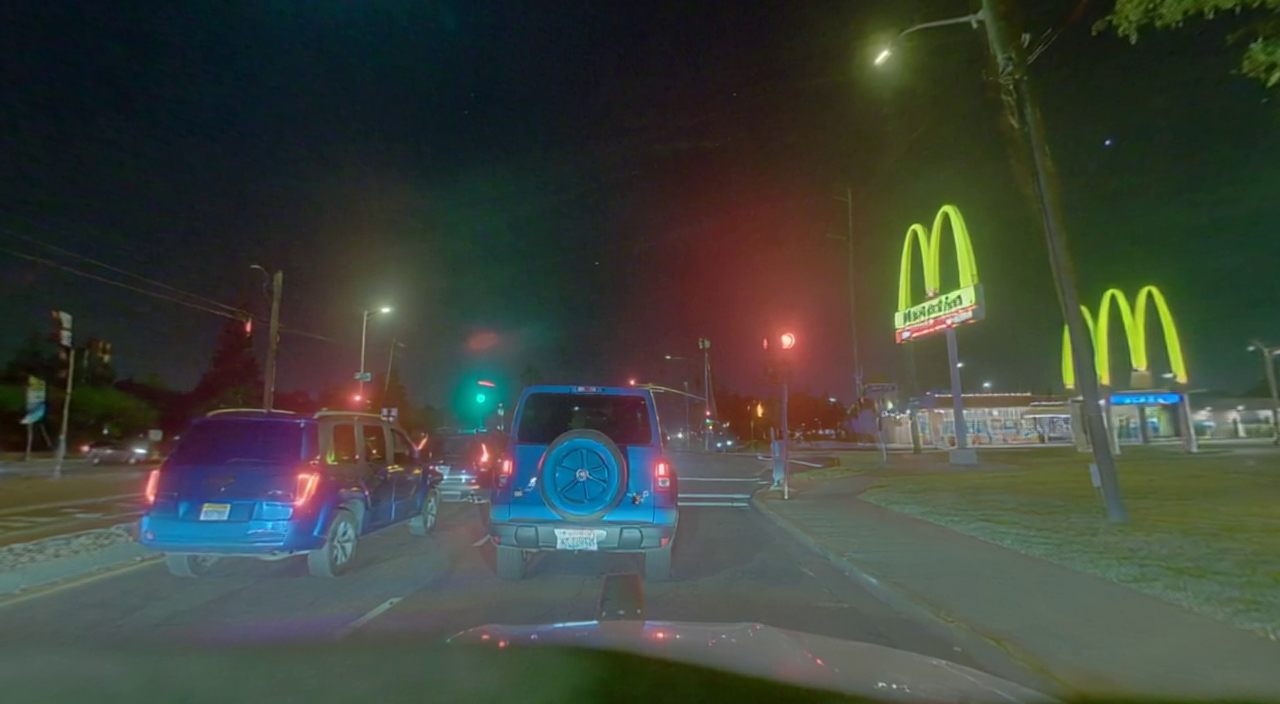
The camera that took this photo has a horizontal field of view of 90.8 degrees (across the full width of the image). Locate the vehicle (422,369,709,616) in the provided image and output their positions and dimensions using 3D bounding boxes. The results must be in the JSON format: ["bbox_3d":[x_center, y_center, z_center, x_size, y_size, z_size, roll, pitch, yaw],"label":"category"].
[{"bbox_3d":[-0.628,1.437,7.340,2.224,1.923,4.643,0,-8,-1],"label":"vehicle"}]

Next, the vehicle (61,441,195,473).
[{"bbox_3d":[-25.241,5.180,31.366,4.713,1.445,1.887,4,-9,-24],"label":"vehicle"}]

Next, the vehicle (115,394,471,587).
[{"bbox_3d":[-3.912,1.652,8.338,2.130,1.819,4.497,0,-8,0],"label":"vehicle"}]
